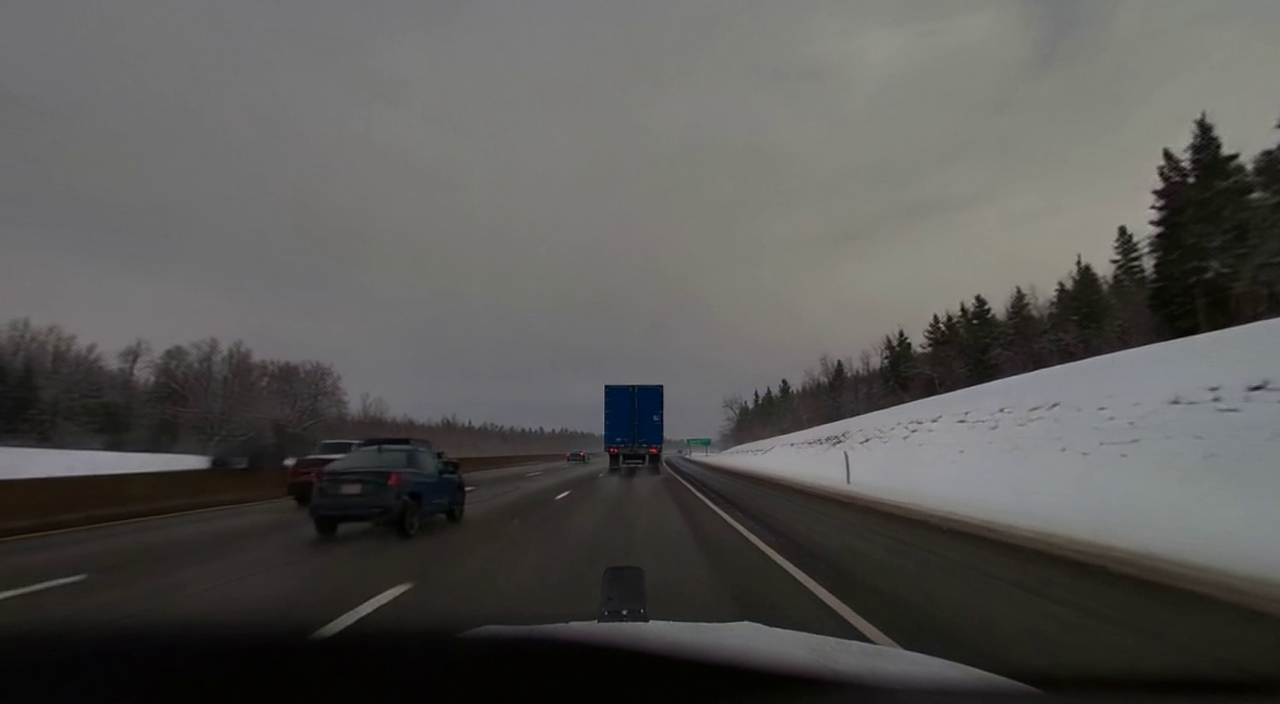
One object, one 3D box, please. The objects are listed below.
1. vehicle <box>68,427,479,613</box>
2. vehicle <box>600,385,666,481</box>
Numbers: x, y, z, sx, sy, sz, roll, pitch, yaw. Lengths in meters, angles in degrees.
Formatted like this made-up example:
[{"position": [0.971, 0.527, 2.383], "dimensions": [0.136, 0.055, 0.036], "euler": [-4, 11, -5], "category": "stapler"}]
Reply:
[{"position": [-3.506, 1.688, 7.320], "dimensions": [2.092, 1.465, 4.448], "euler": [0, -9, 0], "category": "vehicle"}, {"position": [-0.160, 4.591, 34.667], "dimensions": [2.851, 4.098, 14.436], "euler": [-1, -9, 1], "category": "vehicle"}]
